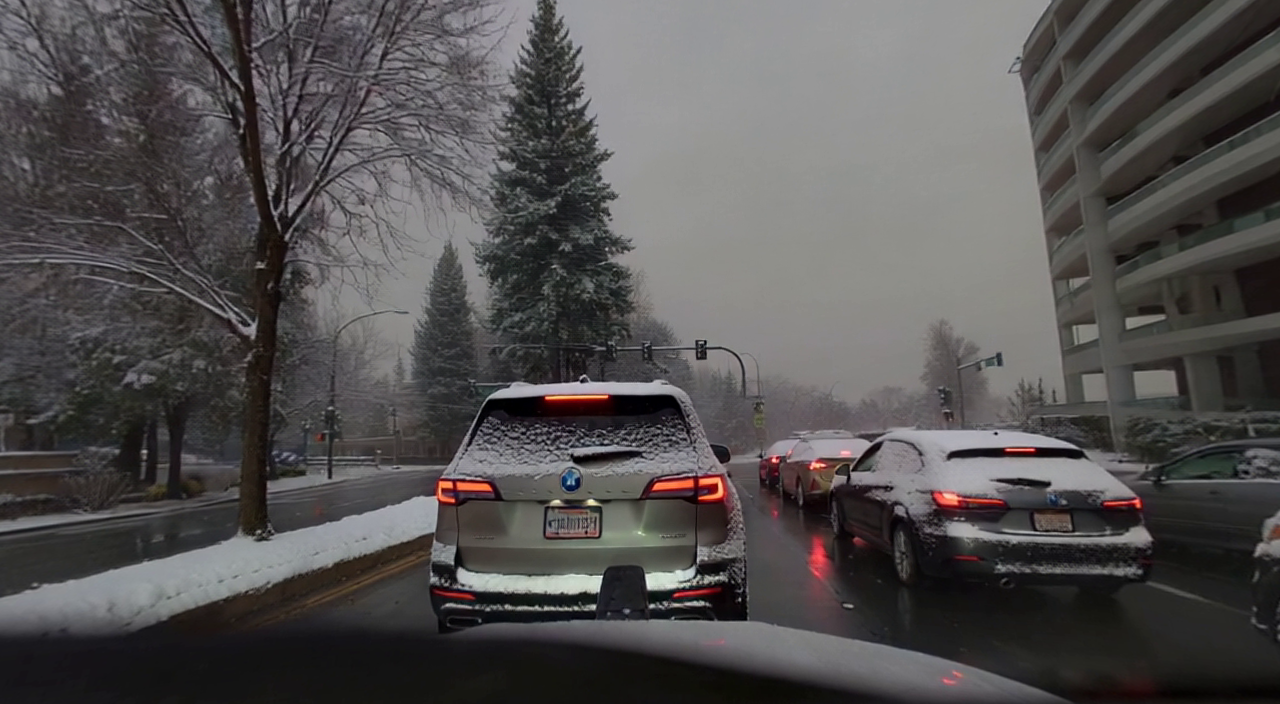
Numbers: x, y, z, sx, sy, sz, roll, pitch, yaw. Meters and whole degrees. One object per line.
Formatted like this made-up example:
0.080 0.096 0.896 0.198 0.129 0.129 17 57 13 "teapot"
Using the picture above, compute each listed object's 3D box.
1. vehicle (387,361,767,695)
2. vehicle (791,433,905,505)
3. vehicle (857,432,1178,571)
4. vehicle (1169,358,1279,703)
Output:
-0.210 1.237 5.564 2.021 1.742 4.295 -1 -8 4 "vehicle"
5.327 3.033 16.739 1.994 1.638 4.100 -1 -9 6 "vehicle"
4.884 1.963 9.166 1.963 1.480 4.553 0 -8 2 "vehicle"
4.059 0.606 1.113 1.993 1.719 4.953 0 -8 1 "vehicle"
